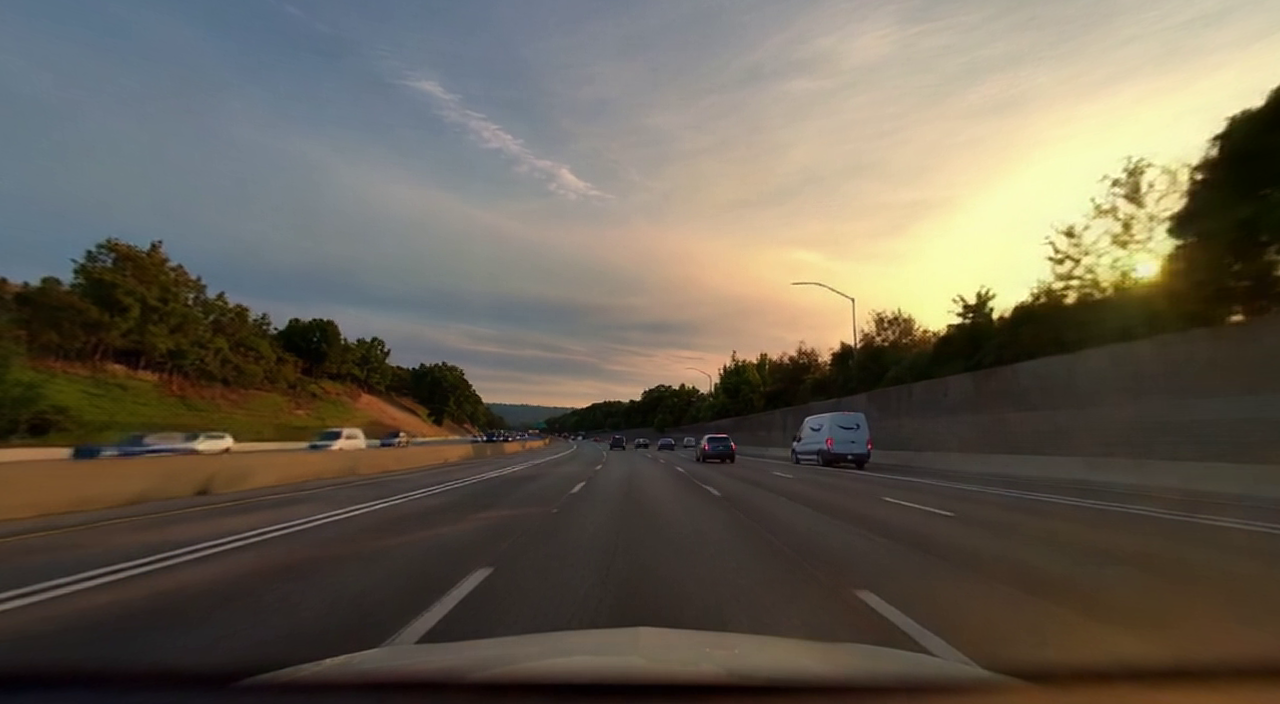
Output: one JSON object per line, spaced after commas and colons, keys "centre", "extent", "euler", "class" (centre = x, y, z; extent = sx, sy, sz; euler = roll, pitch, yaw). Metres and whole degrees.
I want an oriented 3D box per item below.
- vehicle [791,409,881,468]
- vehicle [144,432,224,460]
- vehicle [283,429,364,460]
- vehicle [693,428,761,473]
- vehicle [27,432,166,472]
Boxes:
{"centre": [10.239, 4.665, 33.766], "extent": [2.274, 2.802, 6.802], "euler": [0, -8, -3], "class": "vehicle"}
{"centre": [-29.897, 6.193, 41.574], "extent": [1.951, 1.732, 4.581], "euler": [0, -8, -2], "class": "vehicle"}
{"centre": [-18.404, 5.453, 36.992], "extent": [2.199, 1.660, 5.133], "euler": [0, -8, -2], "class": "vehicle"}
{"centre": [3.628, 4.221, 27.145], "extent": [2.141, 1.732, 4.279], "euler": [0, -8, -2], "class": "vehicle"}
{"centre": [-21.789, 4.022, 25.550], "extent": [1.895, 1.469, 4.267], "euler": [0, -8, -1], "class": "vehicle"}
